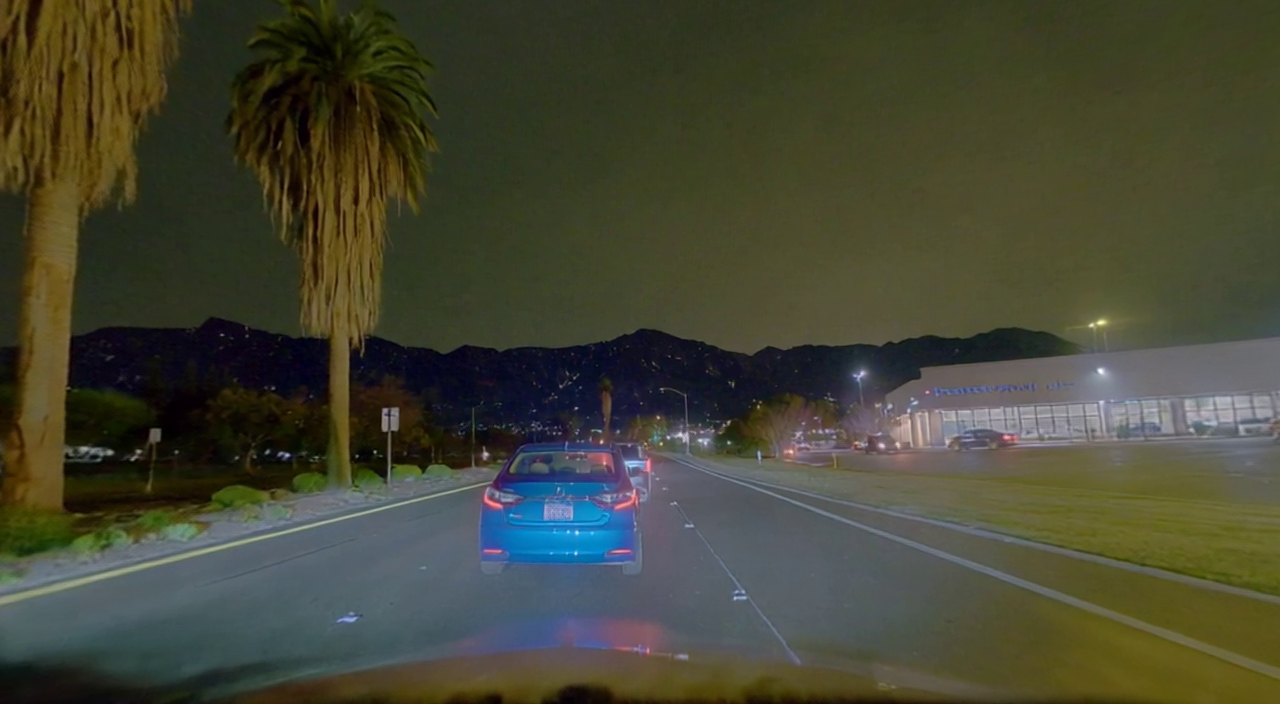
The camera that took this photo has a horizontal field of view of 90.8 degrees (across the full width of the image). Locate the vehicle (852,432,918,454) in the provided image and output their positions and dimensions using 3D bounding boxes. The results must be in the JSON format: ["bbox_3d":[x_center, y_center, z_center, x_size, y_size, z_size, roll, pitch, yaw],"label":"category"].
[{"bbox_3d":[19.262,7.202,49.785,1.925,1.652,4.490,6,-10,-34],"label":"vehicle"}]

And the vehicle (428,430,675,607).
[{"bbox_3d":[-0.811,1.687,7.325,2.067,1.459,3.886,0,-8,-2],"label":"vehicle"}]

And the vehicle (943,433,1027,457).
[{"bbox_3d":[22.861,6.155,41.904,4.640,1.526,1.961,2,-9,-12],"label":"vehicle"}]
